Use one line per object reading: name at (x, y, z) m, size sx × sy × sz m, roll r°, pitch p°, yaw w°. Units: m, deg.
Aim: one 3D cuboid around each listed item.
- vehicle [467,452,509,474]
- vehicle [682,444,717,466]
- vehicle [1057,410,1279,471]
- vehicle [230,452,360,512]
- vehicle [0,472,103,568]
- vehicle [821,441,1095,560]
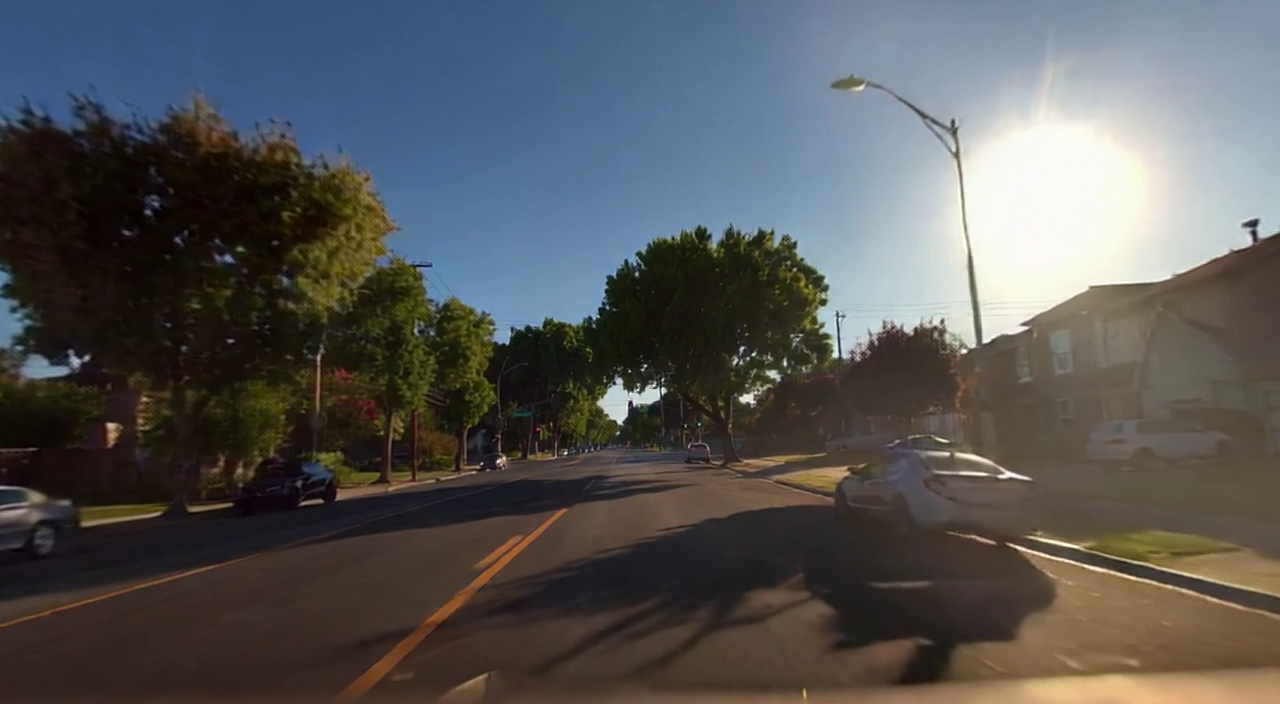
vehicle at (-11.774, 8.608, 49.221) m, size 2.029 × 1.550 × 4.562 m, roll -1°, pitch -8°, yaw 1°
vehicle at (4.283, 7.503, 46.309) m, size 1.963 × 1.477 × 4.804 m, roll 0°, pitch -9°, yaw -1°
vehicle at (14.491, 2.440, 17.347) m, size 4.660 × 1.546 × 1.916 m, roll 0°, pitch -8°, yaw 0°
vehicle at (-11.416, 4.271, 21.325) m, size 1.977 × 1.753 × 4.278 m, roll 0°, pitch -8°, yaw 0°
vehicle at (-11.350, 2.751, 10.079) m, size 1.867 × 1.471 × 4.139 m, roll 0°, pitch -9°, yaw 1°
vehicle at (4.536, 2.150, 9.952) m, size 2.063 × 1.444 × 4.217 m, roll 0°, pitch -8°, yaw -1°
